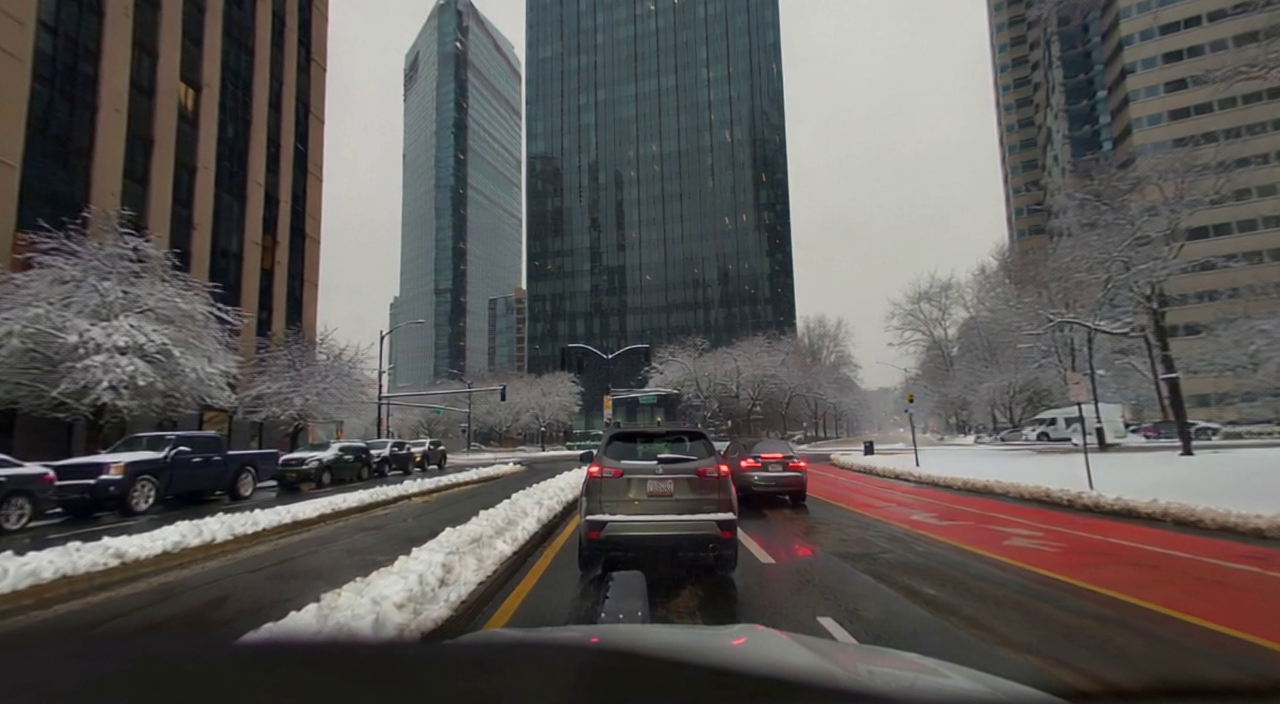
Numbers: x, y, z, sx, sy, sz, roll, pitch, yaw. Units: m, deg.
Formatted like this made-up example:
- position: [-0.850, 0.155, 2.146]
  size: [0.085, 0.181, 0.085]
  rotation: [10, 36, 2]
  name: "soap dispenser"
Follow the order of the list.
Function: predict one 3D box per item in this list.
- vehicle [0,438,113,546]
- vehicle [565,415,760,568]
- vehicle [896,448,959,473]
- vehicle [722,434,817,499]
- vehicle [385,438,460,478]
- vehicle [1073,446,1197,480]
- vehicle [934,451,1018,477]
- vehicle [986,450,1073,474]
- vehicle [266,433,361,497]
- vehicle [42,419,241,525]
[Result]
- position: [-9.962, 1.947, 8.686]
  size: [1.844, 1.524, 4.371]
  rotation: [0, -8, -4]
  name: "vehicle"
- position: [0.305, 1.884, 9.264]
  size: [2.192, 1.695, 4.142]
  rotation: [0, -8, 2]
  name: "vehicle"
- position: [22.652, 8.529, 49.815]
  size: [4.211, 1.820, 2.094]
  rotation: [-5, -10, 33]
  name: "vehicle"
- position: [3.881, 3.517, 19.857]
  size: [2.143, 1.793, 4.763]
  rotation: [0, -8, 3]
  name: "vehicle"
- position: [-11.648, 5.691, 34.355]
  size: [2.338, 1.963, 5.740]
  rotation: [0, -8, -3]
  name: "vehicle"
- position: [31.205, 6.976, 40.114]
  size: [5.890, 1.996, 2.155]
  rotation: [-6, -10, 35]
  name: "vehicle"
- position: [23.900, 7.924, 45.030]
  size: [4.956, 1.706, 1.822]
  rotation: [-6, -10, 34]
  name: "vehicle"
- position: [28.356, 7.997, 46.048]
  size: [5.153, 1.626, 1.895]
  rotation: [-6, -10, 36]
  name: "vehicle"
- position: [-10.947, 3.779, 21.457]
  size: [1.559, 1.973, 3.419]
  rotation: [1, -8, -4]
  name: "vehicle"
- position: [-10.321, 2.471, 13.459]
  size: [1.543, 1.946, 3.454]
  rotation: [1, -8, -5]
  name: "vehicle"
